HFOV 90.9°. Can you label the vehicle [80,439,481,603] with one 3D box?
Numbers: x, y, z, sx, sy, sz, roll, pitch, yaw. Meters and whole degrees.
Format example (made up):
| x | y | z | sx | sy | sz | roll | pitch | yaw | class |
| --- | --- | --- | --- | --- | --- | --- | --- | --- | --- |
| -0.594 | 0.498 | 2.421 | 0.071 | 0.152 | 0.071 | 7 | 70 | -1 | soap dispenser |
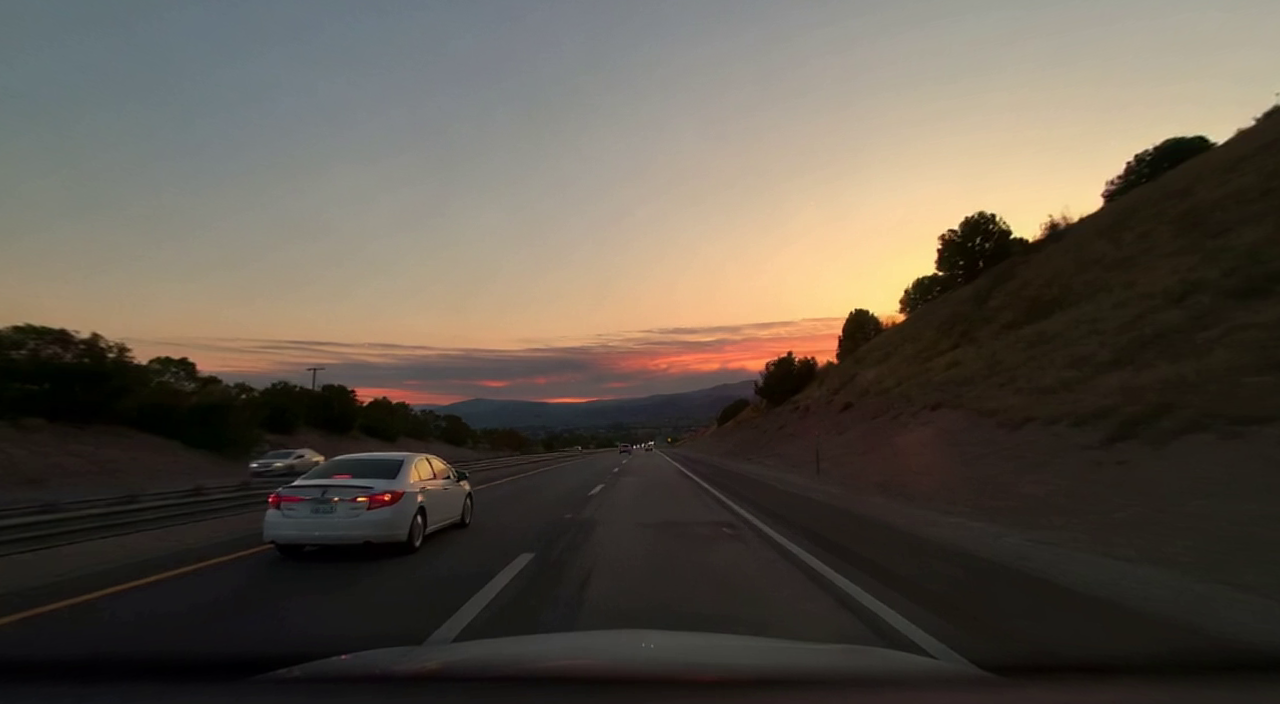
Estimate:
| x | y | z | sx | sy | sz | roll | pitch | yaw | class |
| --- | --- | --- | --- | --- | --- | --- | --- | --- | --- |
| -3.561 | 1.737 | 7.536 | 2.096 | 1.343 | 4.503 | 0 | -8 | 1 | vehicle |
